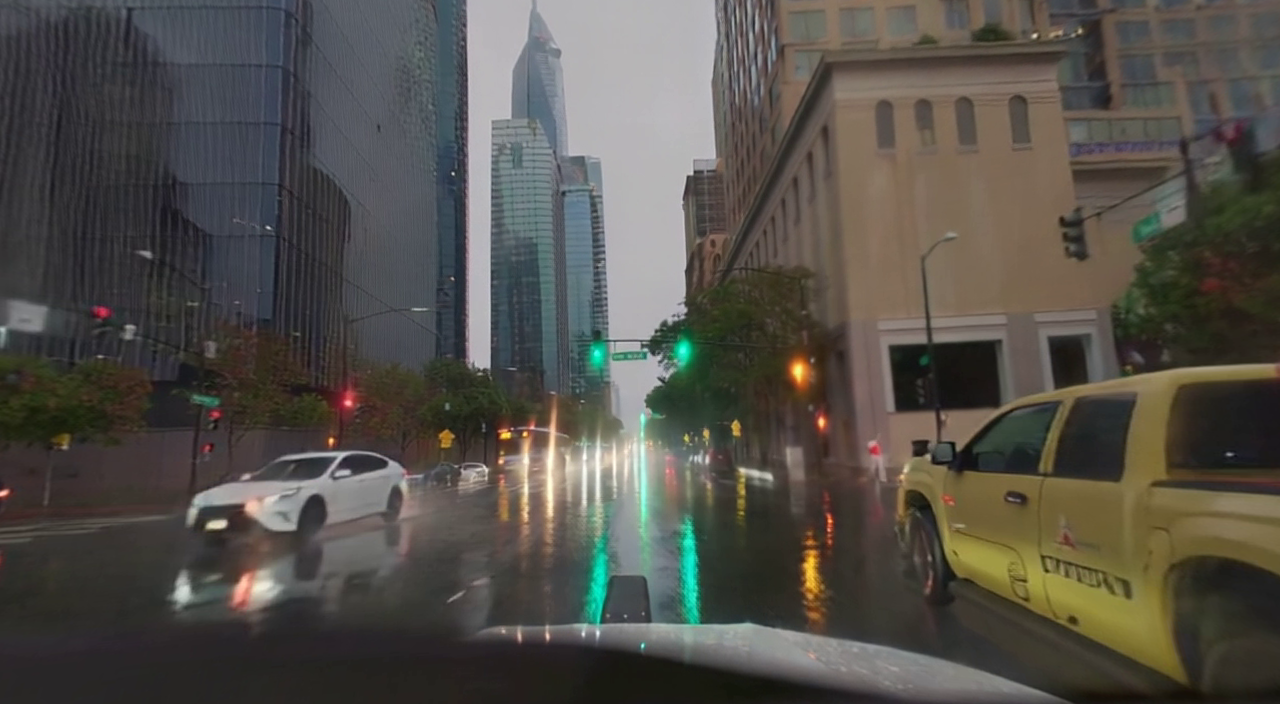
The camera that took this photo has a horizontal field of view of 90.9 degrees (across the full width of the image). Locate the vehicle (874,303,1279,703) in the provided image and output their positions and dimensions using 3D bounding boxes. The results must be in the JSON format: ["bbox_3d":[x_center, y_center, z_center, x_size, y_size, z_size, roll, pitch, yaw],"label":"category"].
[{"bbox_3d":[3.317,0.931,3.345,2.118,1.848,5.426,0,-8,1],"label":"vehicle"}]

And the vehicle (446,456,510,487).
[{"bbox_3d":[-9.103,6.732,35.818,2.003,1.489,4.656,-1,-8,6],"label":"vehicle"}]

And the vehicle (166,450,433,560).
[{"bbox_3d":[-5.582,2.524,11.313,1.956,1.457,4.958,0,-8,1],"label":"vehicle"}]

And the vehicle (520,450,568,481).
[{"bbox_3d":[-5.437,6.501,36.343,1.997,1.610,4.144,0,-8,2],"label":"vehicle"}]
